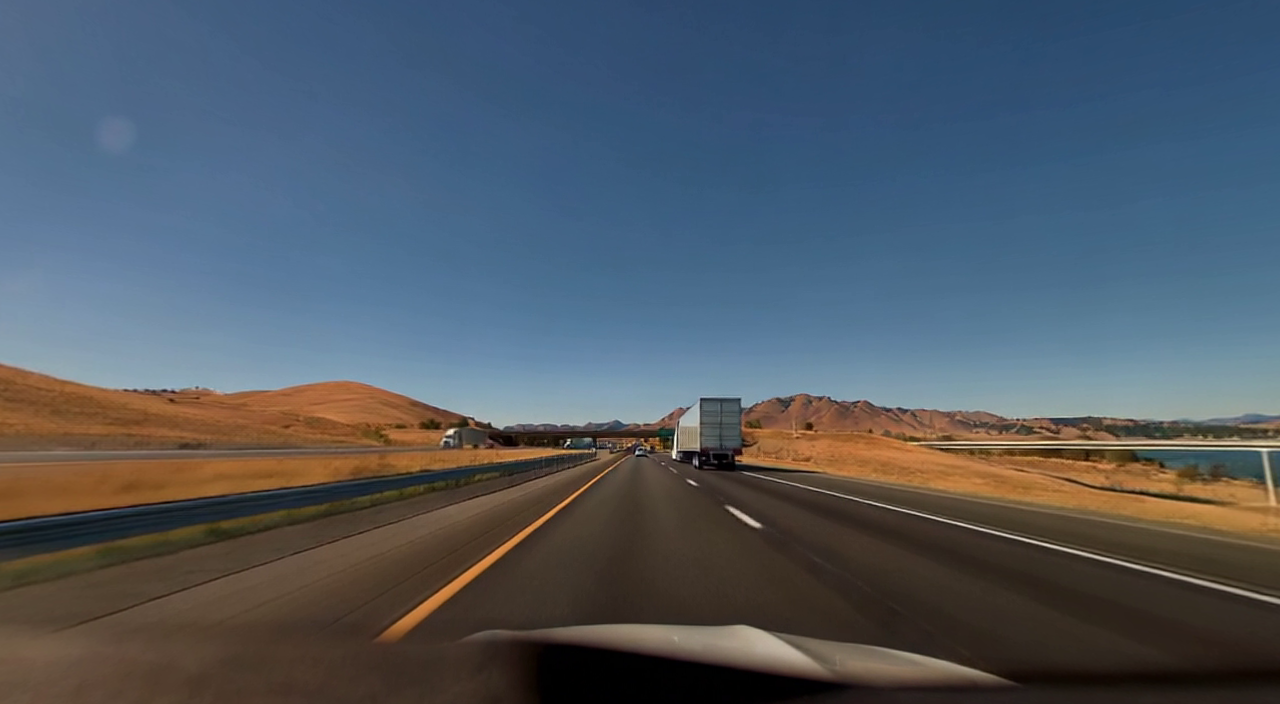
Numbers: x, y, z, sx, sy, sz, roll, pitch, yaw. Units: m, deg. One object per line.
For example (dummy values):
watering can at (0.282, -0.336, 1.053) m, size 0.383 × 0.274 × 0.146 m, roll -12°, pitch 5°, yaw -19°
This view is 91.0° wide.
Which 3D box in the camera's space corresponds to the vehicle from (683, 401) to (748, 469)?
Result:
vehicle at (4.953, 5.968, 44.253) m, size 3.035 × 4.005 × 13.454 m, roll 0°, pitch -9°, yaw 1°
